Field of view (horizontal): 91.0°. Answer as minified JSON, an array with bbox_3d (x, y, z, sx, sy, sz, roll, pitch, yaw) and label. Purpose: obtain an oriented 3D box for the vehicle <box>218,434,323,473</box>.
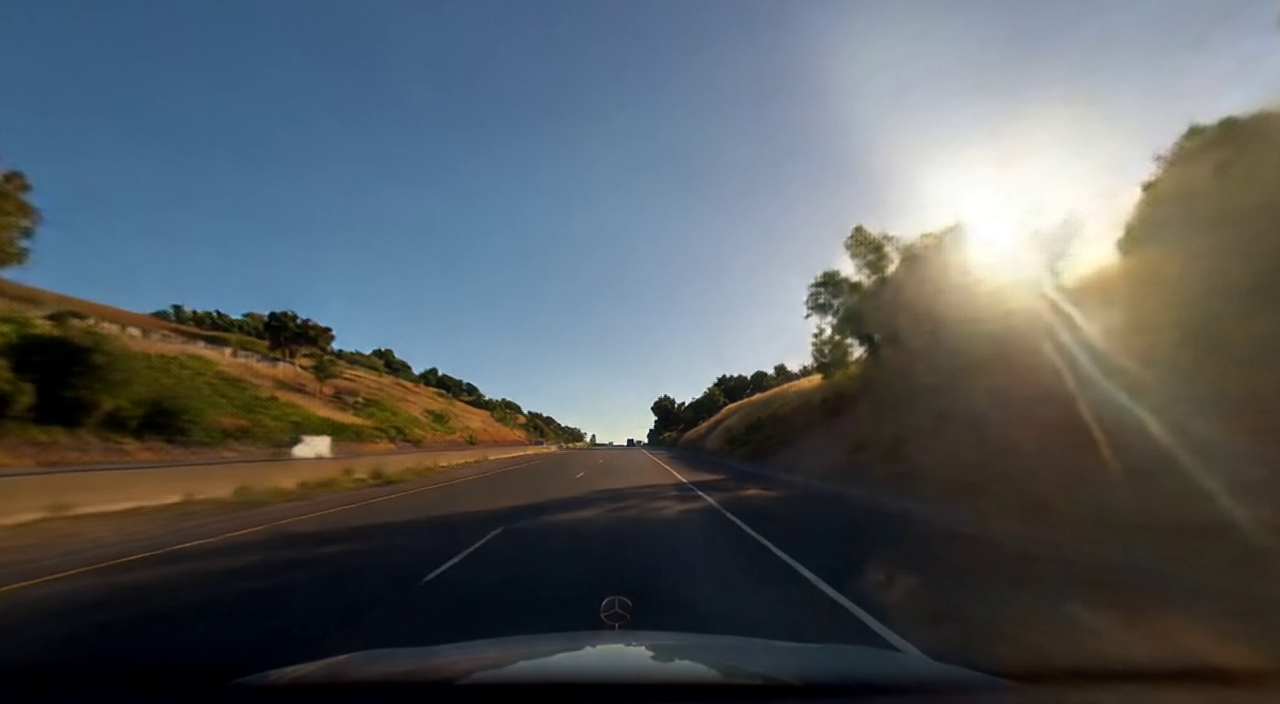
[{"bbox_3d":[-15.011,4.126,25.843,1.834,1.447,4.030,0,-8,0],"label":"vehicle"}]
